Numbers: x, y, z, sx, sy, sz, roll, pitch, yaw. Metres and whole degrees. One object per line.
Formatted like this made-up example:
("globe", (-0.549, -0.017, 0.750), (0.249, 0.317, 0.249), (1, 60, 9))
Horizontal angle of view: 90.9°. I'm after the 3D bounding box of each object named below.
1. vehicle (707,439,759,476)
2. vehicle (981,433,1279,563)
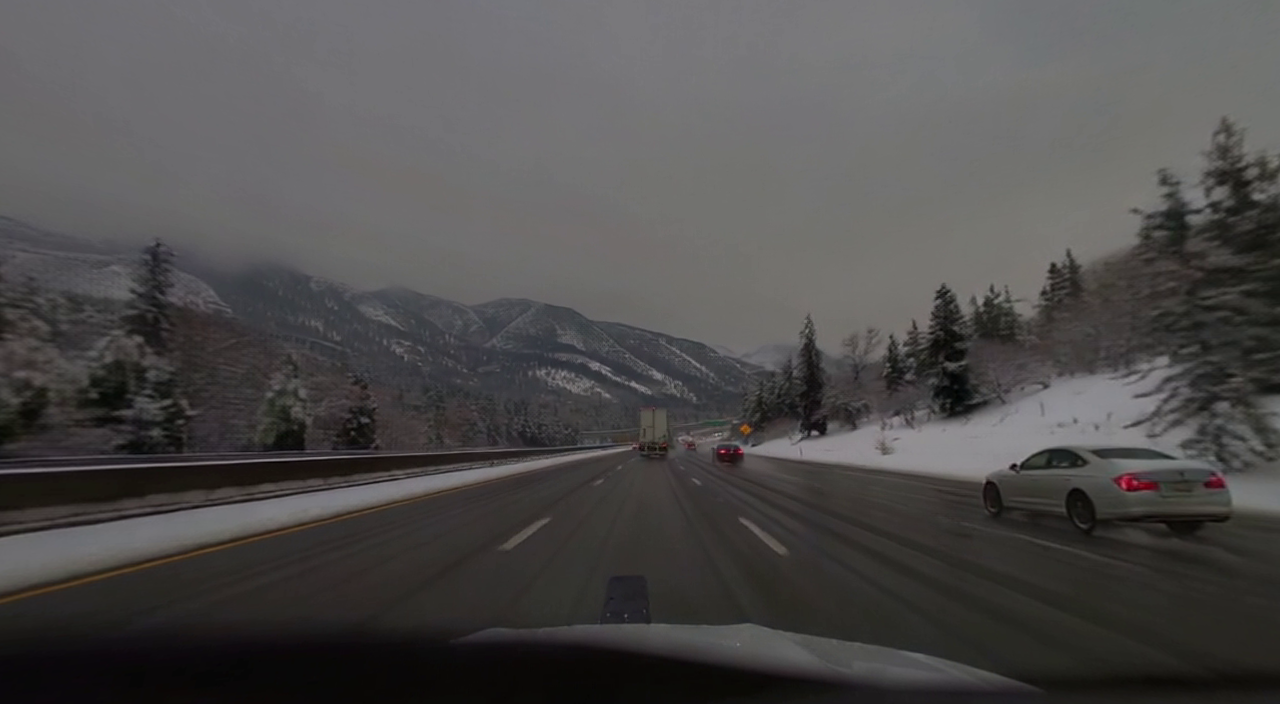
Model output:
("vehicle", (4.310, 4.940, 29.750), (1.880, 1.624, 3.941), (0, -8, 0))
("vehicle", (7.160, 1.961, 9.242), (1.982, 1.440, 4.171), (0, -8, 0))
